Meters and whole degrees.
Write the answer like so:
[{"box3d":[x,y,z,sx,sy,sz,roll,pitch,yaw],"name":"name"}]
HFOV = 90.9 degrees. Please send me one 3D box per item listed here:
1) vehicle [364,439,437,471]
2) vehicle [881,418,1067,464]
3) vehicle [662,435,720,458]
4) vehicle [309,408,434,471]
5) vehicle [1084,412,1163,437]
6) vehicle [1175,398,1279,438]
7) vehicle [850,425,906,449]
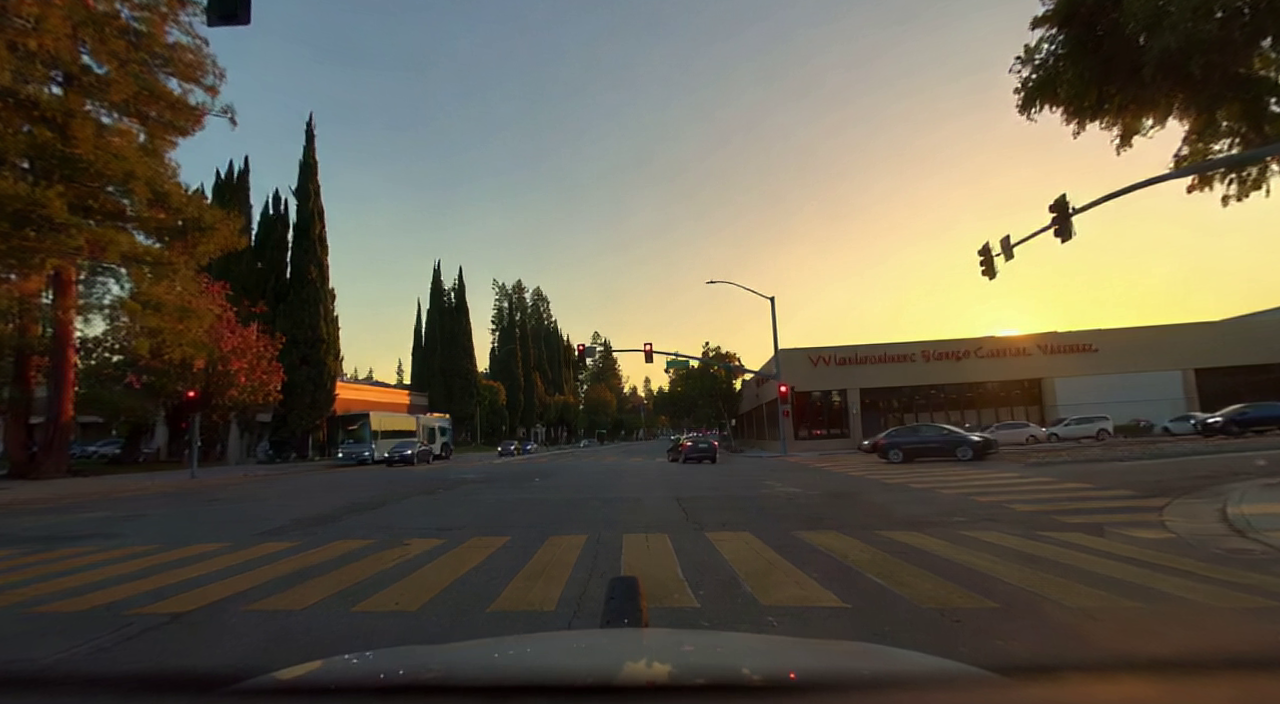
[{"box3d":[-12.123,5.230,32.228,1.996,1.489,4.566,0,-8,-1],"name":"vehicle"},{"box3d":[10.782,2.920,20.664,4.994,1.416,1.783,-1,-8,5],"name":"vehicle"},{"box3d":[3.326,6.287,41.839,1.884,1.419,4.448,4,-9,-25],"name":"vehicle"},{"box3d":[-16.704,5.652,40.473,3.161,3.455,11.058,0,-8,0],"name":"vehicle"},{"box3d":[31.349,4.763,41.002,1.823,1.480,4.003,0,-8,-3],"name":"vehicle"},{"box3d":[27.292,2.999,28.318,4.566,1.670,2.000,0,-8,0],"name":"vehicle"},{"box3d":[17.376,6.229,46.148,3.329,1.415,1.821,-6,-9,2],"name":"vehicle"}]
